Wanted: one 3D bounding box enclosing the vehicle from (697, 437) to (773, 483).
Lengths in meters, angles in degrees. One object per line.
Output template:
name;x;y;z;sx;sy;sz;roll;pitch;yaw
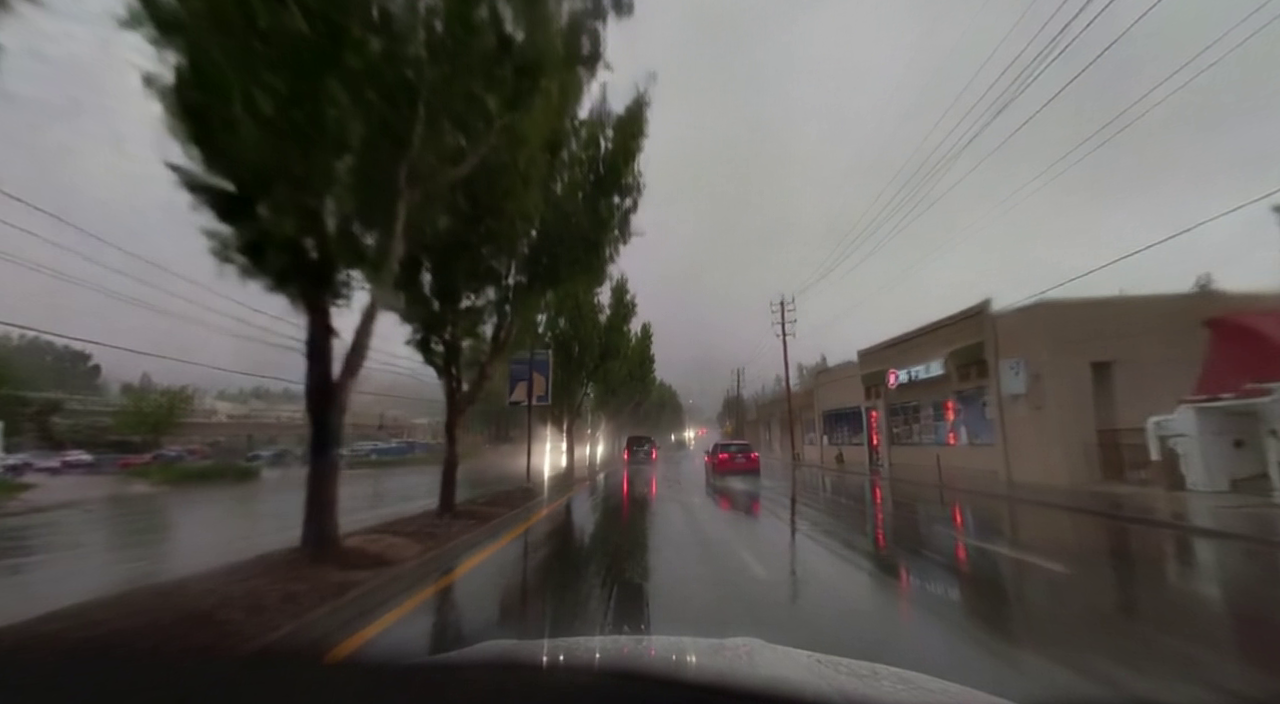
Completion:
vehicle;3.323;3.857;22.956;1.954;1.479;4.557;0;-8;-1

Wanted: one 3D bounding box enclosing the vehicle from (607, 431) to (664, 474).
vehicle;-0.150;4.590;29.145;2.441;1.813;4.581;0;-8;1
